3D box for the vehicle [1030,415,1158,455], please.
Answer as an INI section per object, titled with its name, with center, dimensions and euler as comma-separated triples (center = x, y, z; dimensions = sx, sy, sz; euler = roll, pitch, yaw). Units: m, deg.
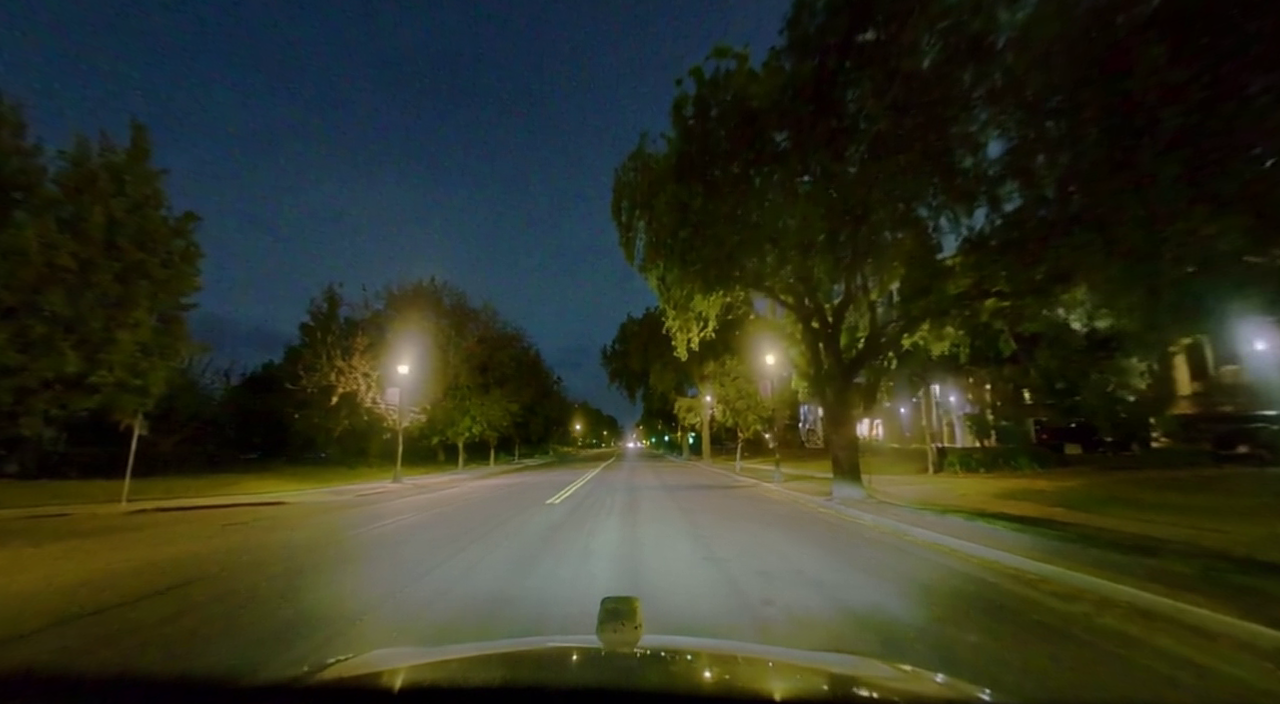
[vehicle]
center = 18.849, 3.481, 26.306
dimensions = 3.730, 1.604, 2.027
euler = 0, -8, 2
